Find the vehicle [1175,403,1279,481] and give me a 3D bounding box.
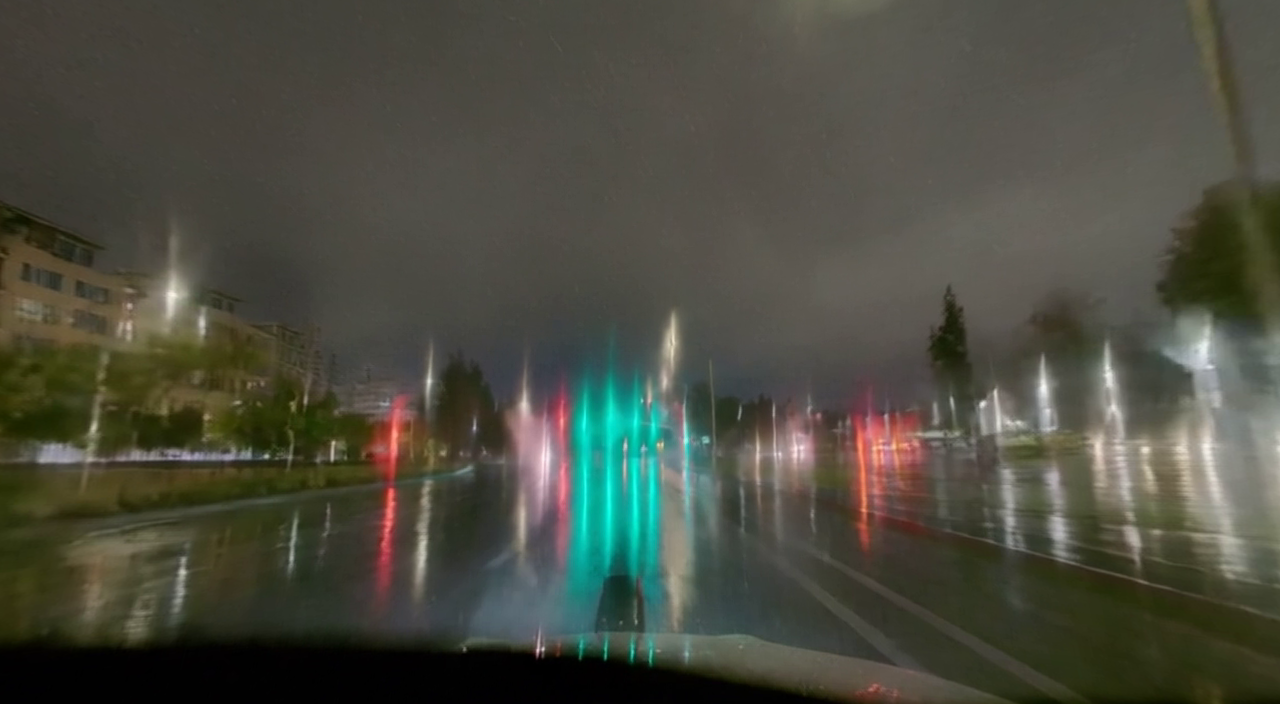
[{"bbox_3d":[28.146,3.856,27.835,7.548,3.111,2.756,0,-8,-14],"label":"vehicle"}]
